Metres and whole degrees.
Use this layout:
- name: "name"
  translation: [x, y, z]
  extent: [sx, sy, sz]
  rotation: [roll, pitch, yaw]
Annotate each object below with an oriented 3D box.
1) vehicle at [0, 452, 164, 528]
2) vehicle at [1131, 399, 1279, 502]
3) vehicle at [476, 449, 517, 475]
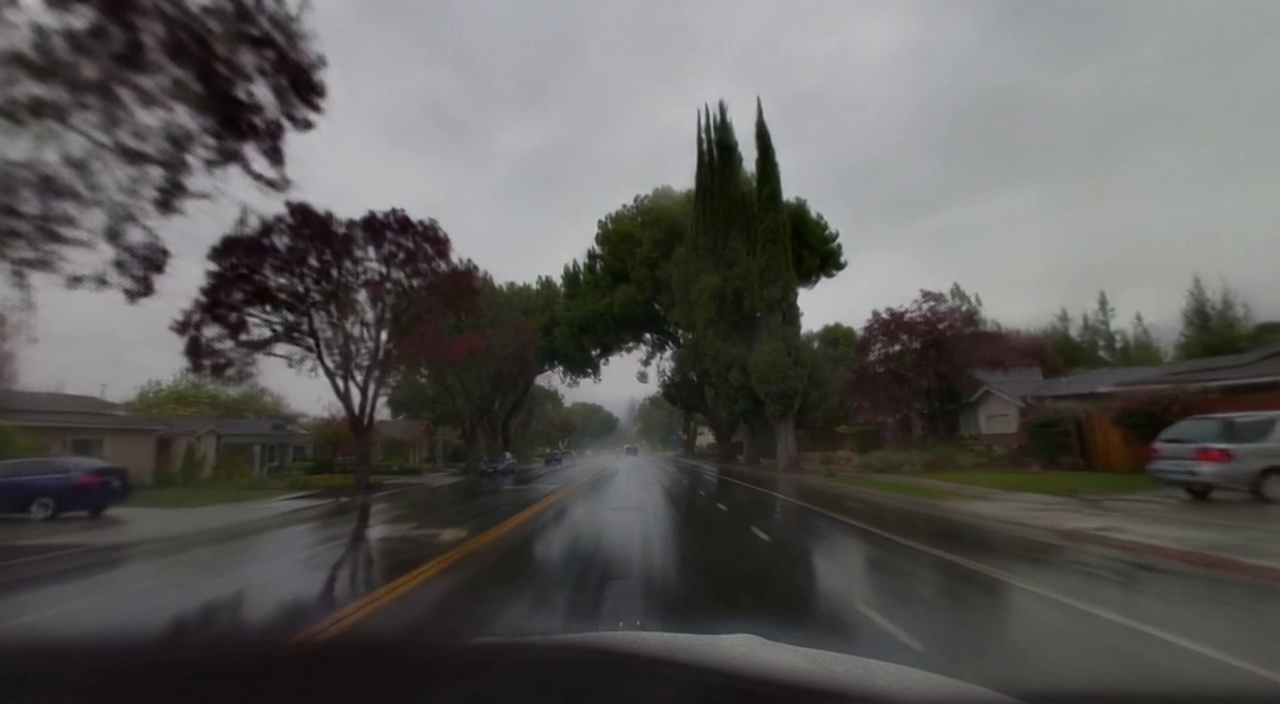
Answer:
- name: "vehicle"
  translation: [-15.676, 3.527, 16.476]
  extent: [4.859, 1.780, 2.031]
  rotation: [-1, -9, 3]
- name: "vehicle"
  translation: [11.946, 1.777, 11.519]
  extent: [4.392, 1.685, 1.959]
  rotation: [0, -9, -4]
- name: "vehicle"
  translation: [-10.743, 8.222, 47.442]
  extent: [1.989, 1.610, 4.337]
  rotation: [-5, -8, 0]
